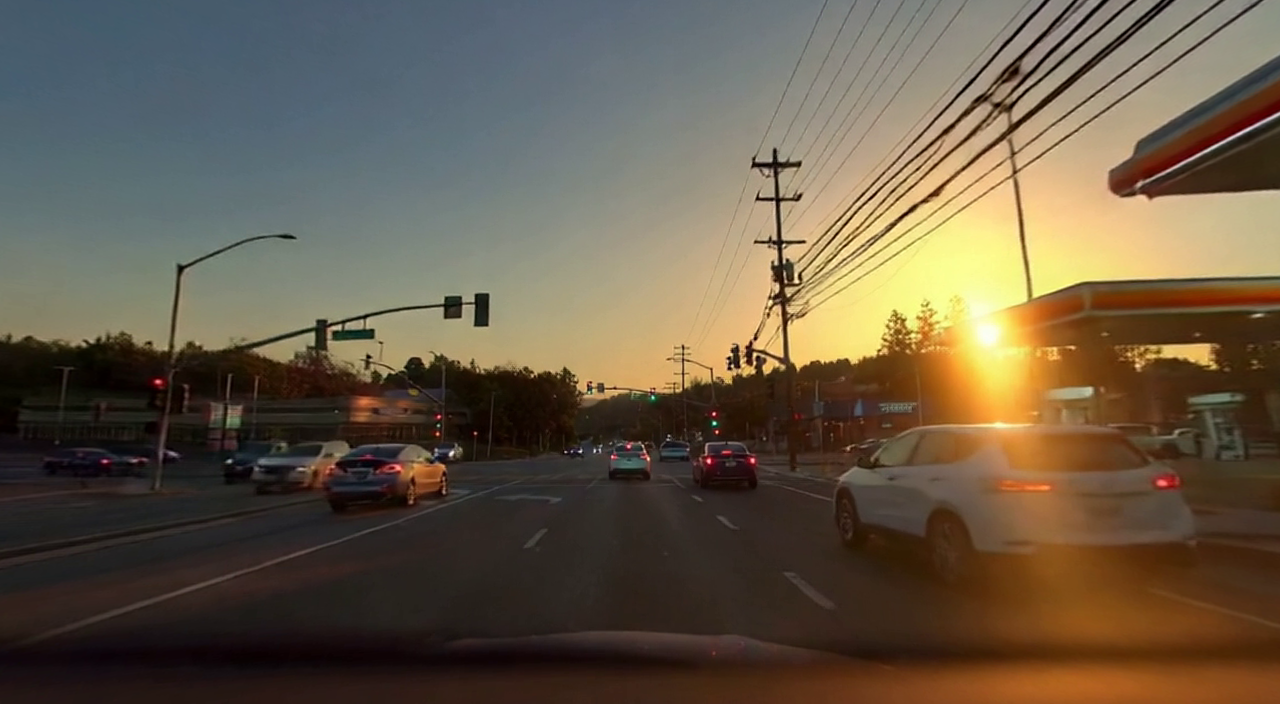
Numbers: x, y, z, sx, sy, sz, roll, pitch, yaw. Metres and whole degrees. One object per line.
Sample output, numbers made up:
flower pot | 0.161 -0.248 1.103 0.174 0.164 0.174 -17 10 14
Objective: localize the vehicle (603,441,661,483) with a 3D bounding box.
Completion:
vehicle | -0.333 4.214 24.545 2.065 1.484 3.894 0 -9 -1

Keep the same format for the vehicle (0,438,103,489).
vehicle | -30.336 5.277 30.004 6.968 2.250 2.605 0 -9 -3

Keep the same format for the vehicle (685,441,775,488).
vehicle | 2.927 3.804 21.719 2.208 1.436 4.542 0 -9 -3

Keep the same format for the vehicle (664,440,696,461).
vehicle | 2.943 7.355 47.089 1.971 1.477 4.121 0 -9 -2

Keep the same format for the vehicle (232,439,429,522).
vehicle | -6.315 2.642 13.572 2.075 1.470 4.190 0 -9 1

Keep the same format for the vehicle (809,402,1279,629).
vehicle | 3.800 1.567 7.104 2.452 1.682 4.565 0 -9 -1
